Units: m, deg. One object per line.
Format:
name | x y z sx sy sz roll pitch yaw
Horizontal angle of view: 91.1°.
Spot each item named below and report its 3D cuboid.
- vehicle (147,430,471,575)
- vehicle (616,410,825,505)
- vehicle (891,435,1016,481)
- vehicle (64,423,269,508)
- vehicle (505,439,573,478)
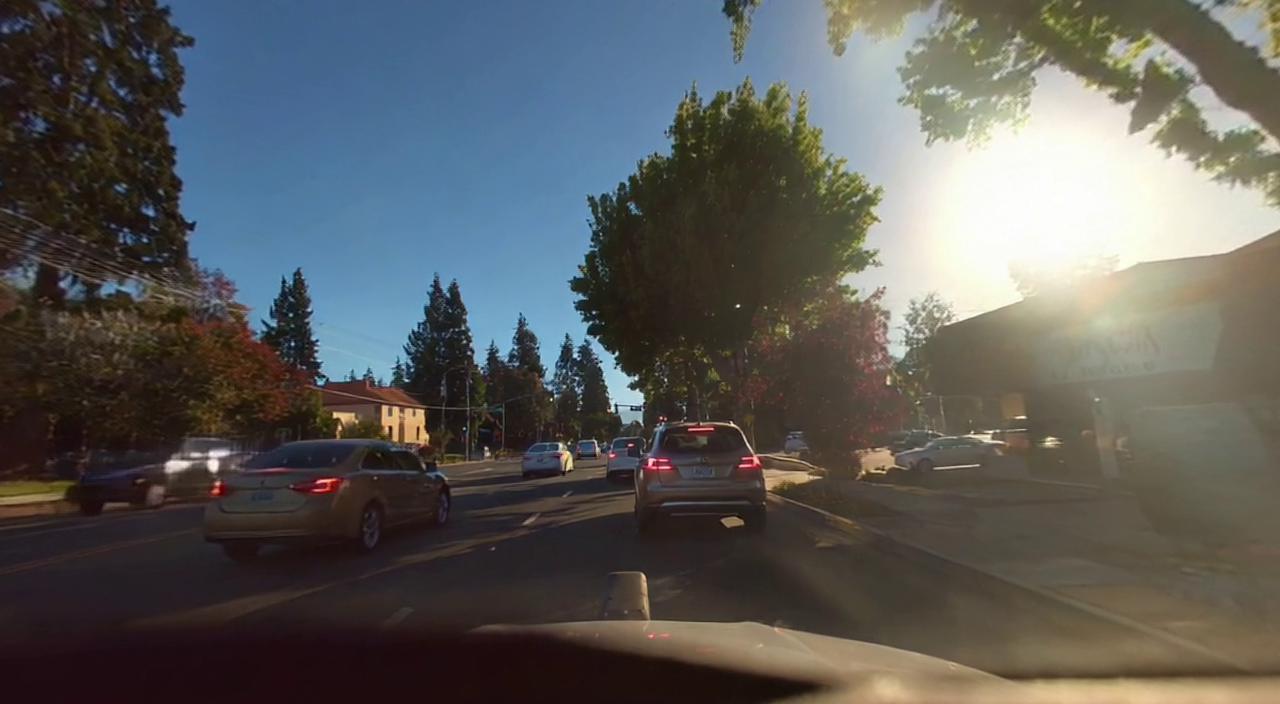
vehicle | -3.977 1.863 8.618 2.026 1.466 4.282 0 -8 1
vehicle | 1.846 2.529 15.327 4.642 1.955 2.052 -7 -11 38
vehicle | 12.300 4.190 24.852 3.871 1.525 1.835 -3 -9 0
vehicle | -16.976 4.091 23.212 2.537 2.696 6.281 0 -9 1
vehicle | -4.020 4.324 25.693 2.042 1.470 4.123 0 -8 0
